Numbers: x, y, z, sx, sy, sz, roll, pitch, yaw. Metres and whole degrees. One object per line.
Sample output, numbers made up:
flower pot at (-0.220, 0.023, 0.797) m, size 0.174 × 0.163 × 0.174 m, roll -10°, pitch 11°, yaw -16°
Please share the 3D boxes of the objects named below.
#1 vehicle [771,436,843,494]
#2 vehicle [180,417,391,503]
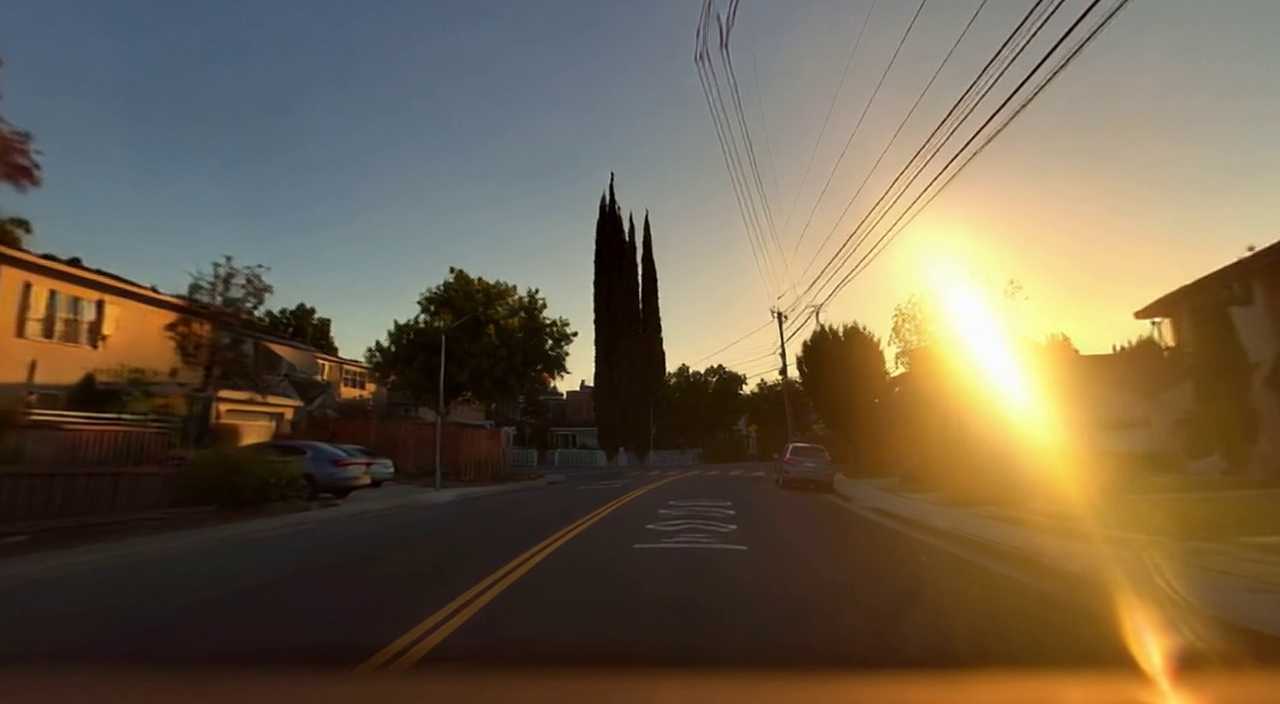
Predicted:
vehicle at (5.855, 3.989, 22.697) m, size 2.070 × 1.847 × 4.457 m, roll -1°, pitch -9°, yaw 10°
vehicle at (-10.747, 3.267, 19.364) m, size 5.228 × 2.041 × 2.023 m, roll 4°, pitch -8°, yaw 7°
